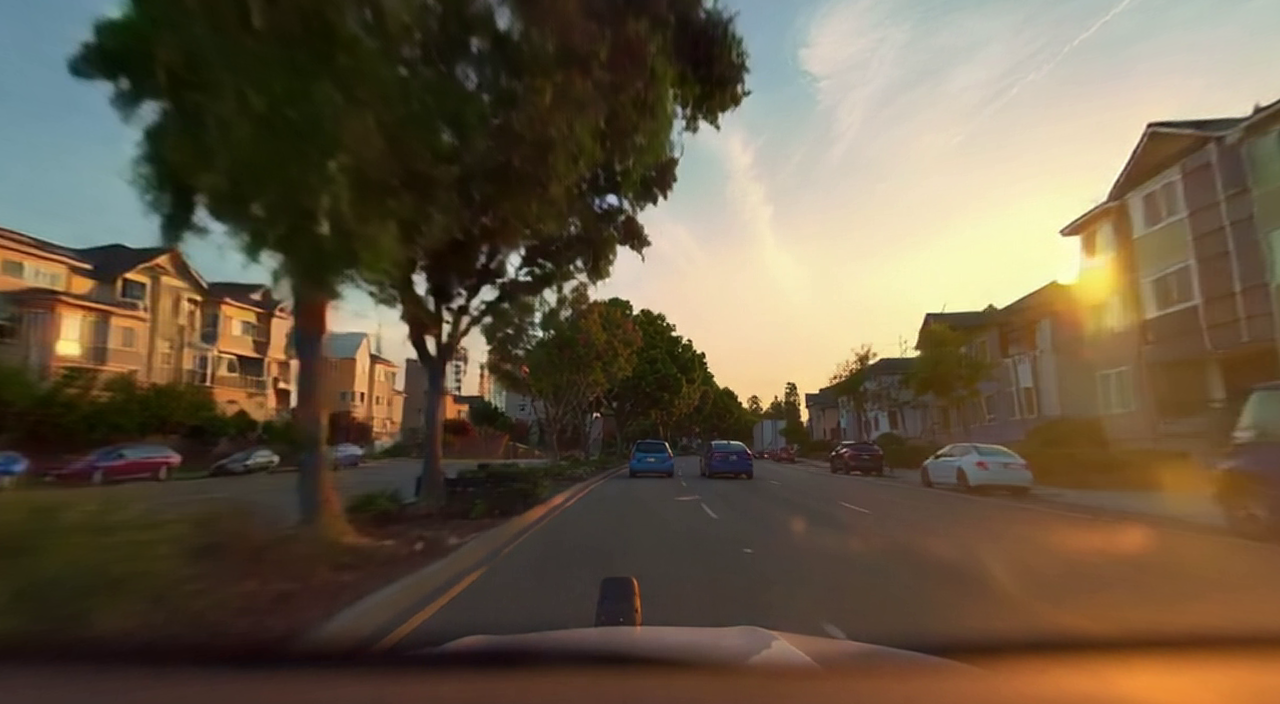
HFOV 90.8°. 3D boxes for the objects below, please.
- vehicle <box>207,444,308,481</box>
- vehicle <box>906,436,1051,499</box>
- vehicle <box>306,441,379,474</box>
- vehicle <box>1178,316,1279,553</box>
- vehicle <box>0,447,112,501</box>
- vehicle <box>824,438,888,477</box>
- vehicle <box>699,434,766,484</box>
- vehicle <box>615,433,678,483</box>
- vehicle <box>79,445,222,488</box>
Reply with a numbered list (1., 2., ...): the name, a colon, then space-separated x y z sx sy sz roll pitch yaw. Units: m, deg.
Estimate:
1. vehicle: -18.545 5.391 30.902 2.023 1.561 4.497 -2 -10 2
2. vehicle: 10.600 3.620 20.318 2.080 1.744 4.889 0 -8 2
3. vehicle: -17.899 6.330 38.288 2.175 1.819 4.703 0 -8 -1
4. vehicle: 10.665 0.730 6.696 3.705 3.221 6.779 -1 -10 0
5. vehicle: -18.979 3.655 18.880 1.951 1.513 5.107 -3 -9 1
6. vehicle: 11.057 5.419 32.725 1.938 1.860 4.690 -1 -9 4
7. vehicle: 3.590 4.246 25.315 2.033 1.823 4.409 0 -9 0
8. vehicle: 0.312 4.304 25.897 2.345 1.841 5.032 0 -9 2
9. vehicle: -18.938 4.520 24.768 1.849 1.455 4.606 -2 -11 1
